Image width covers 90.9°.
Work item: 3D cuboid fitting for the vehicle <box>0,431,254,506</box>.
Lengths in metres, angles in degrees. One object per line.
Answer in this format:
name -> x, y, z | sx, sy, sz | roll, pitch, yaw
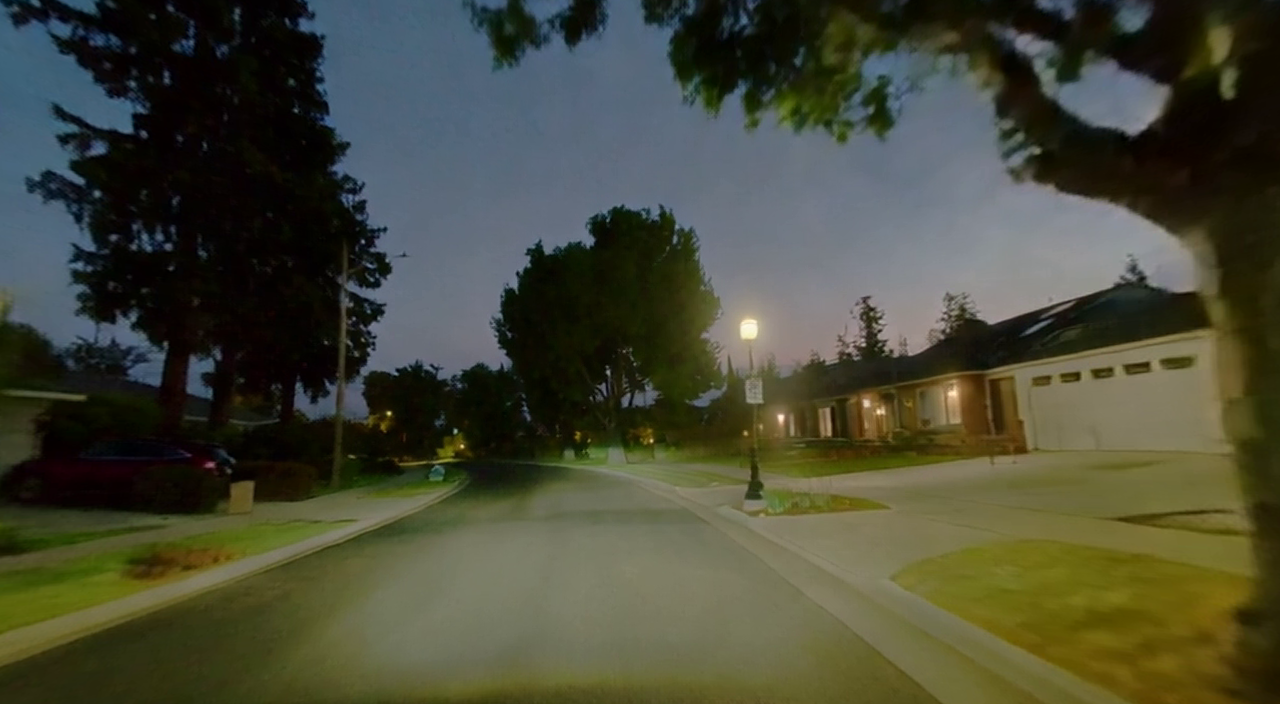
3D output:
vehicle -> -12.056, 2.717, 14.966 | 4.471, 1.638, 1.877 | 0, -8, -1
